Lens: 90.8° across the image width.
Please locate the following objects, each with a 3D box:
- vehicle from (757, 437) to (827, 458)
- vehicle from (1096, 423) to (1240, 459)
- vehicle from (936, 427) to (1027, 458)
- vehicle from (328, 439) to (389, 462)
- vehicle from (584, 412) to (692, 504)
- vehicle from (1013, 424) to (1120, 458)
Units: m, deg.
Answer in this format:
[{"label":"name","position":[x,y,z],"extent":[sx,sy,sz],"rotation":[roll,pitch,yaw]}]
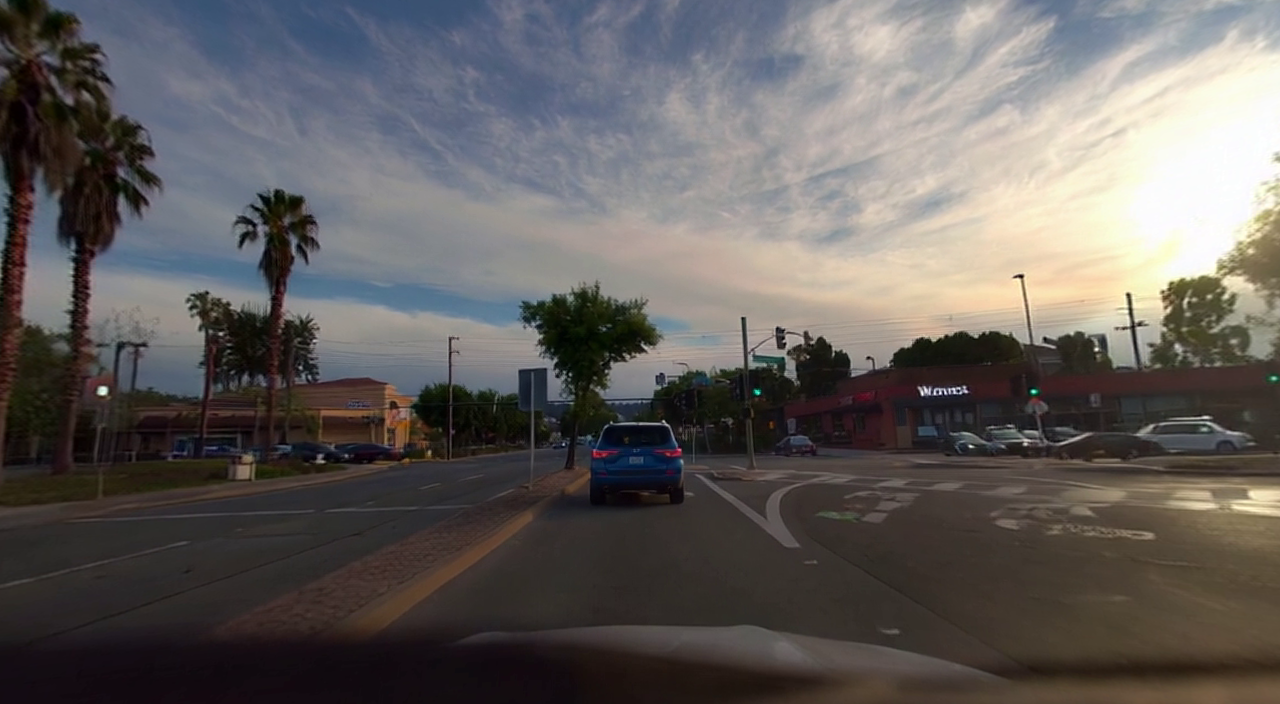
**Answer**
[{"label":"vehicle","position":[11.196,7.054,46.715],"extent":[4.665,1.467,1.833],"rotation":[-6,-10,34]},{"label":"vehicle","position":[28.981,4.927,34.987],"extent":[5.809,1.839,1.957],"rotation":[-6,-10,34]},{"label":"vehicle","position":[21.625,5.752,40.072],"extent":[4.852,1.847,1.983],"rotation":[-5,-10,32]},{"label":"vehicle","position":[-22.095,7.699,49.531],"extent":[4.790,1.687,1.969],"rotation":[-6,-10,33]},{"label":"vehicle","position":[-0.007,2.571,15.711],"extent":[2.263,1.932,4.709],"rotation":[0,-8,1]},{"label":"vehicle","position":[23.315,4.900,34.719],"extent":[4.641,1.778,1.958],"rotation":[-5,-10,32]}]
